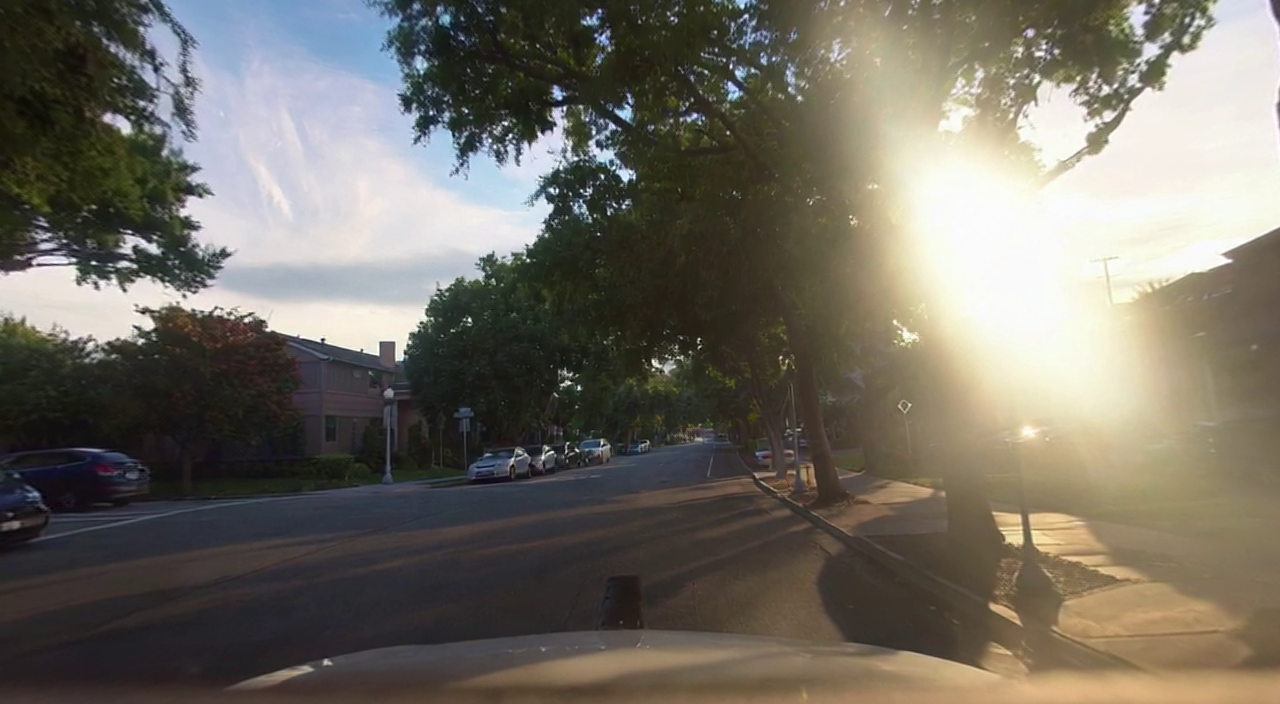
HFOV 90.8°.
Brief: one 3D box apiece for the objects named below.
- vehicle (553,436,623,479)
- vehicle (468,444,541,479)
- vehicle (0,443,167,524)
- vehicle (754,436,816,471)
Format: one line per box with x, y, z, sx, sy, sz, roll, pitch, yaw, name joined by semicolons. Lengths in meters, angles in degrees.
-2.094;4.445;26.916;2.110;1.651;4.410;-1;-9;7;vehicle
-6.071;4.975;28.963;1.968;1.443;4.358;-1;-9;6;vehicle
-13.412;2.859;14.061;4.106;1.620;2.065;-1;-9;2;vehicle
6.689;4.726;29.574;1.918;1.461;4.419;0;-8;1;vehicle
